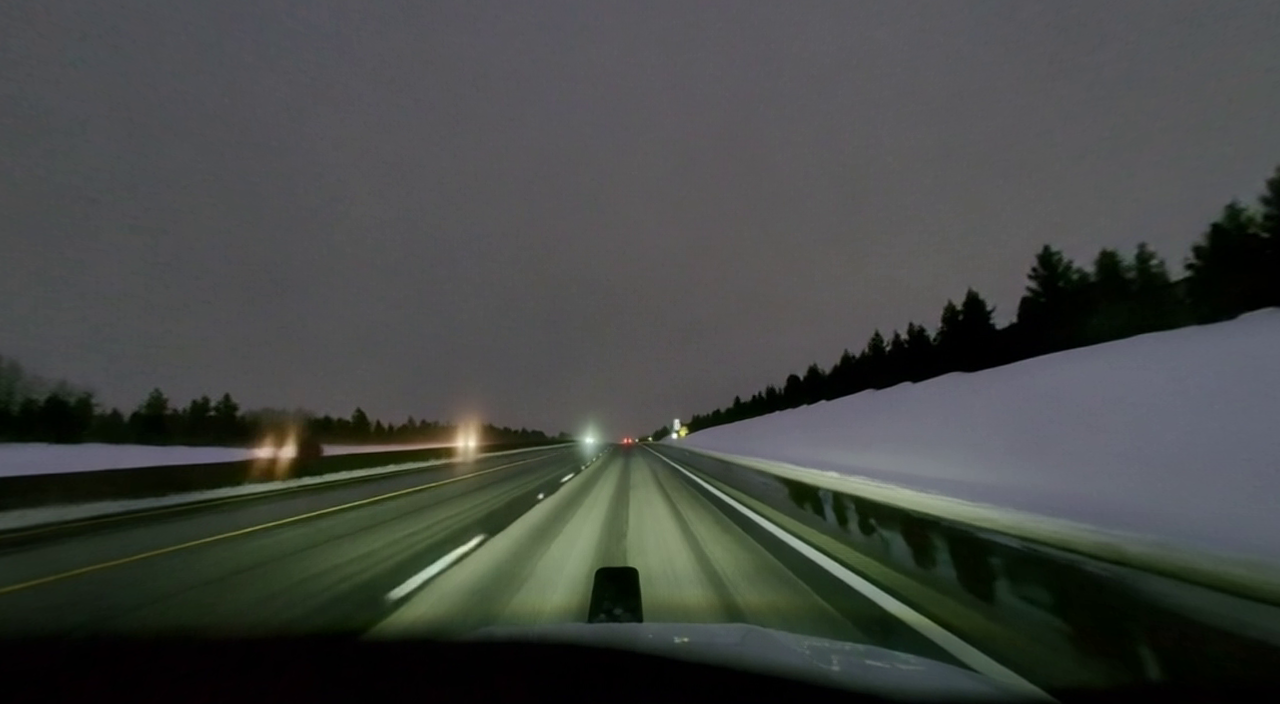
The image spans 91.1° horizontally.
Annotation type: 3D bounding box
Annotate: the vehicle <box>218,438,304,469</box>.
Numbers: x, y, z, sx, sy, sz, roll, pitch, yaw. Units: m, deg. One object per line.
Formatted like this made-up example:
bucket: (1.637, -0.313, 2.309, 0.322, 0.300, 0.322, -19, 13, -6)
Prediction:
vehicle: (-20.250, 5.430, 33.857, 1.893, 1.544, 4.441, 0, -8, -1)
